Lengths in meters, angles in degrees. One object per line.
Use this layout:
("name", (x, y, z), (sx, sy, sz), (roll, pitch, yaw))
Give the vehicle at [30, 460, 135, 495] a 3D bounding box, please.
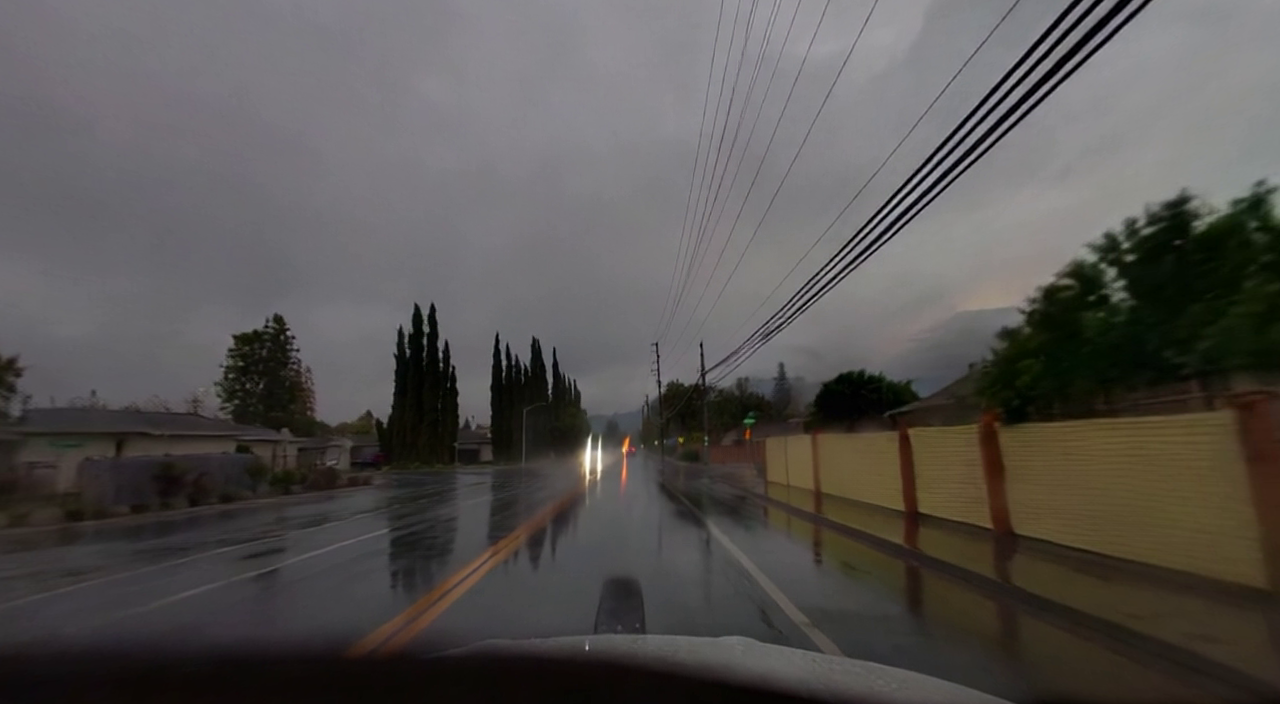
("vehicle", (-33.321, 7.482, 38.009), (1.885, 1.698, 5.050), (0, -7, -3))
